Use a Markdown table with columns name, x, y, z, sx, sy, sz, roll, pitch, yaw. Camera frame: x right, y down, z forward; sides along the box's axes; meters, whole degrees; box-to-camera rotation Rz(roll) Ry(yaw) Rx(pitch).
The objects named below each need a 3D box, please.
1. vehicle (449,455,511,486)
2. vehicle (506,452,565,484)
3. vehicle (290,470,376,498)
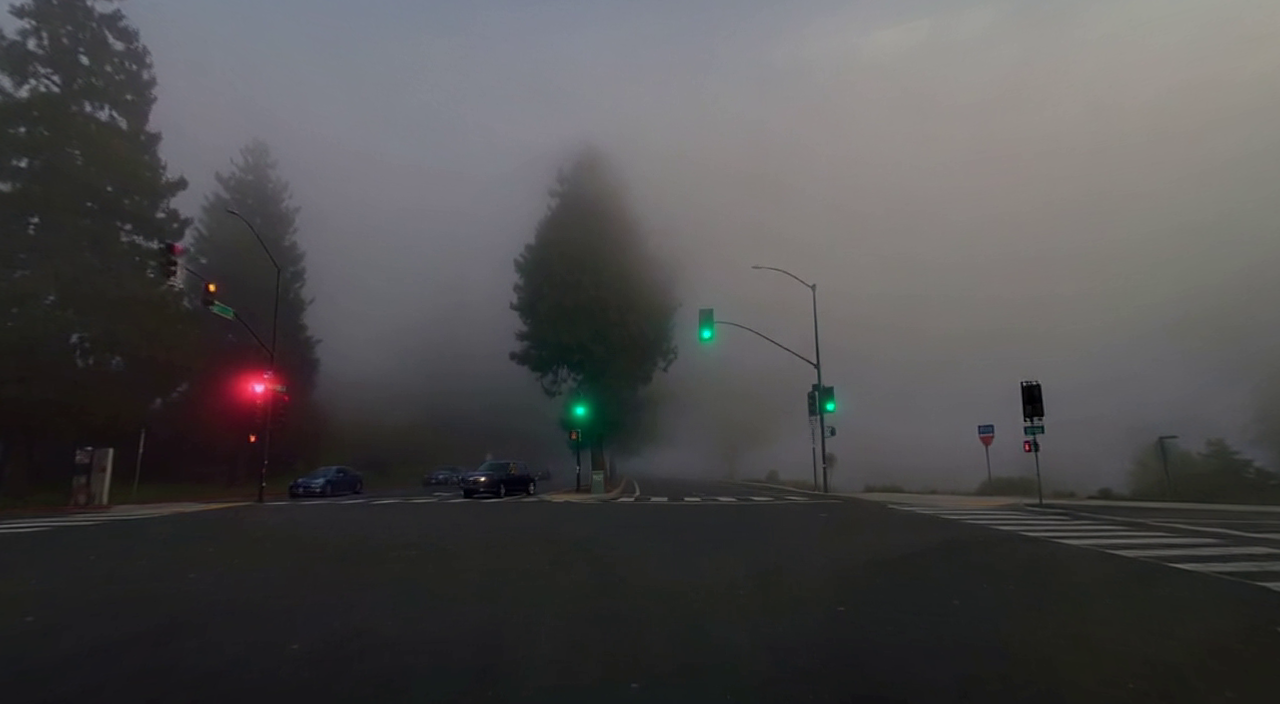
| name | x | y | z | sx | sy | sz | roll | pitch | yaw |
| --- | --- | --- | --- | --- | --- | --- | --- | --- | --- |
| vehicle | -8.039 | 5.978 | 32.079 | 1.960 | 1.433 | 4.213 | 0 | -8 | 1 |
| vehicle | -5.238 | 5.865 | 32.130 | 2.107 | 1.456 | 4.728 | 0 | -8 | 1 |
| vehicle | -19.621 | 8.441 | 40.478 | 2.029 | 1.500 | 4.491 | -5 | -10 | 30 |
